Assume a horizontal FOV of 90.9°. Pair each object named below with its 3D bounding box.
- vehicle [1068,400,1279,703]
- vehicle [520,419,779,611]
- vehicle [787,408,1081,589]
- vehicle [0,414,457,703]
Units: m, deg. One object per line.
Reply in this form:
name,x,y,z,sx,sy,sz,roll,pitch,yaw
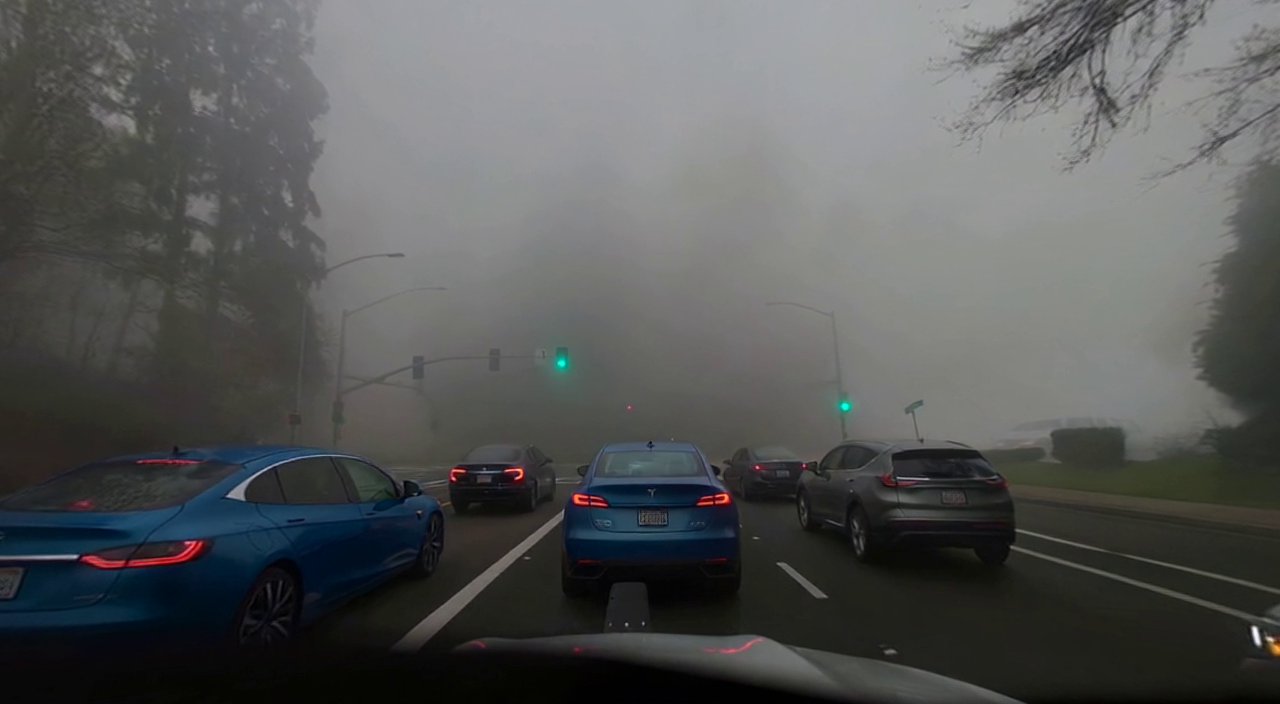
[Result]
vehicle,3.302,0.750,1.033,1.951,1.522,4.614,0,-8,0
vehicle,0.051,1.675,7.424,2.144,1.563,4.218,0,-8,-1
vehicle,3.390,1.738,8.316,1.938,1.732,4.006,1,-8,0
vehicle,-3.082,1.329,4.792,2.015,1.478,4.407,0,-8,0
